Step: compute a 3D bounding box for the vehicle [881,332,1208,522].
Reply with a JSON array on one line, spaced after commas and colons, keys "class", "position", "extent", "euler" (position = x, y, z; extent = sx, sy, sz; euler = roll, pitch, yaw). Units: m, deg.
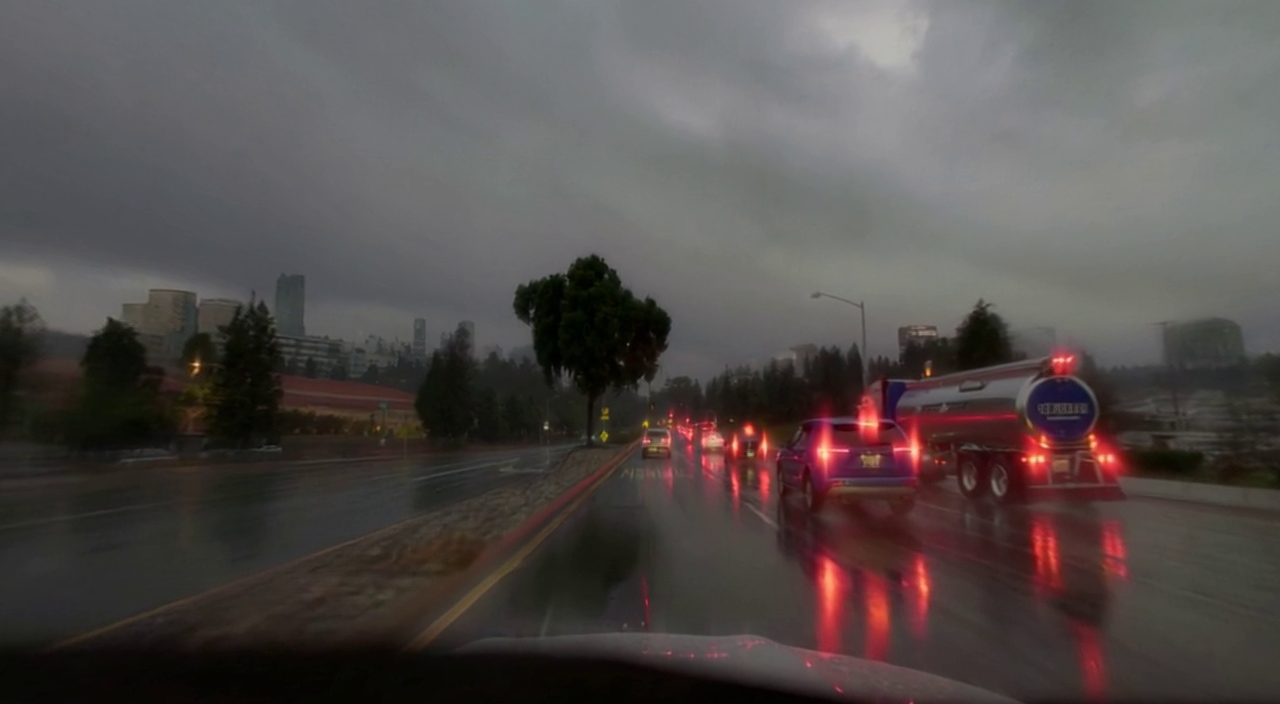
[{"class": "vehicle", "position": [8.031, 1.704, 13.858], "extent": [2.849, 3.207, 6.275], "euler": [0, -8, -1]}]

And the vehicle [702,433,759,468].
[{"class": "vehicle", "position": [4.016, 4.450, 28.554], "extent": [1.917, 1.475, 4.081], "euler": [0, -8, -1]}]

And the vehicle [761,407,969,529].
[{"class": "vehicle", "position": [3.654, 1.997, 11.332], "extent": [2.045, 1.729, 4.532], "euler": [0, -8, 0]}]

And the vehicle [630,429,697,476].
[{"class": "vehicle", "position": [0.774, 3.549, 22.429], "extent": [2.148, 1.488, 4.002], "euler": [0, -8, 1]}]
